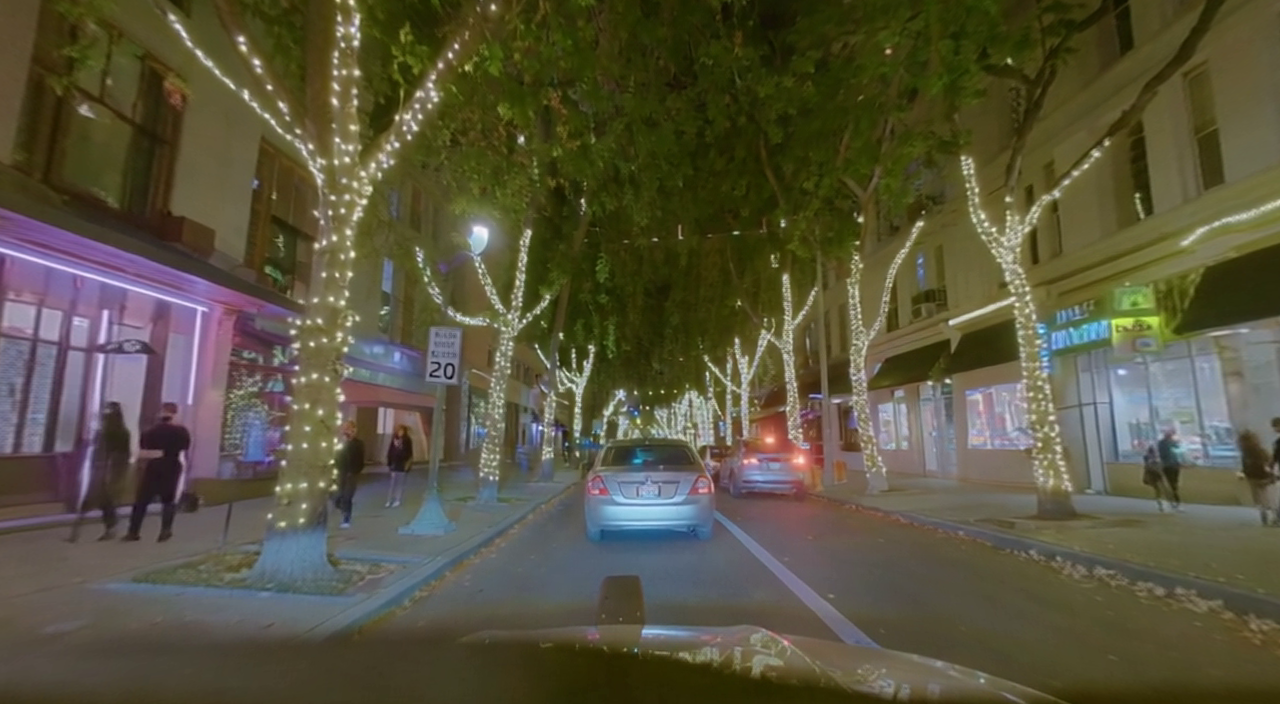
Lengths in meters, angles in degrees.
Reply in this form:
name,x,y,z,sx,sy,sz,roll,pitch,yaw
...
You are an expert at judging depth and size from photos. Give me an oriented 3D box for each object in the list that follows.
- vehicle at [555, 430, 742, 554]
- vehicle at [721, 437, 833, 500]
name,x,y,z,sx,sy,sz,roll,pitch,yaw
vehicle,0.064,2.003,9.771,2.261,1.474,4.130,0,-8,-1
vehicle,3.615,3.164,17.601,2.025,1.523,4.426,0,-9,-1
